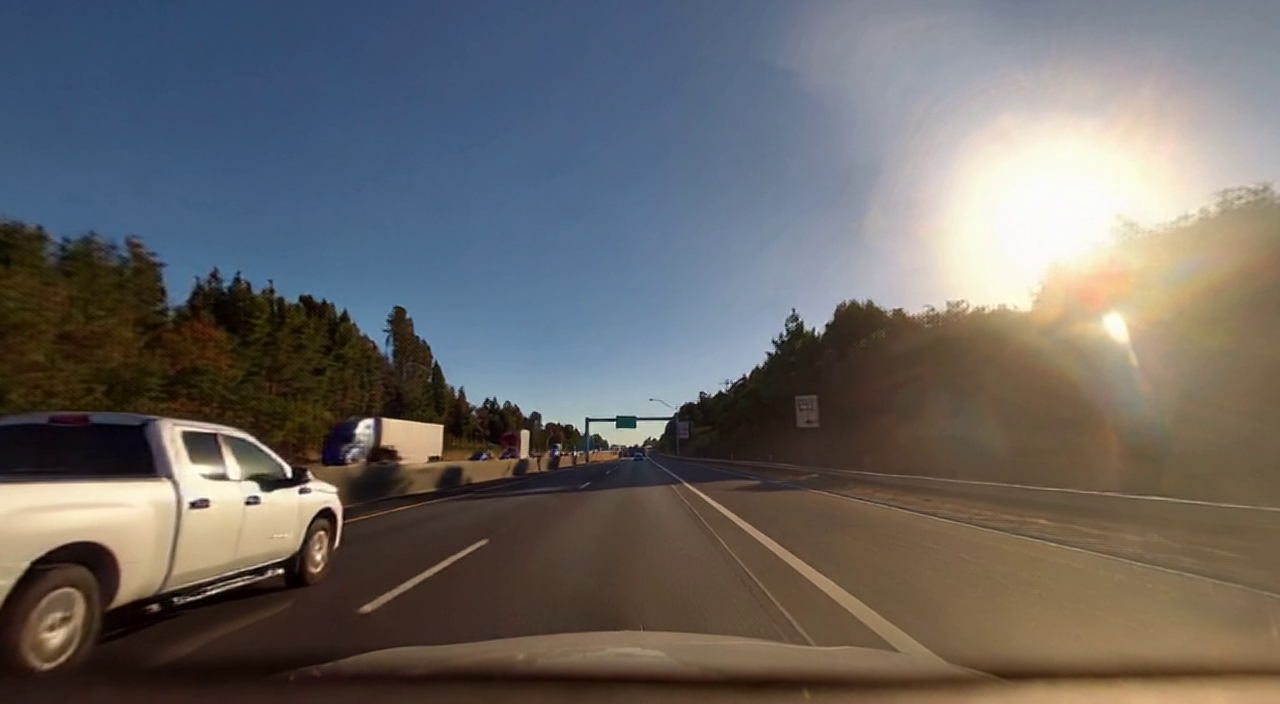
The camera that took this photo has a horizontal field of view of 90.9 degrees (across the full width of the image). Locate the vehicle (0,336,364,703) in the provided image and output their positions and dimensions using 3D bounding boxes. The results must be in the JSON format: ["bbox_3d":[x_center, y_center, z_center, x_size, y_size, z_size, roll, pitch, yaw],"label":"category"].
[{"bbox_3d":[-4.019,1.047,3.940,2.214,1.872,5.179,0,-9,0],"label":"vehicle"}]
